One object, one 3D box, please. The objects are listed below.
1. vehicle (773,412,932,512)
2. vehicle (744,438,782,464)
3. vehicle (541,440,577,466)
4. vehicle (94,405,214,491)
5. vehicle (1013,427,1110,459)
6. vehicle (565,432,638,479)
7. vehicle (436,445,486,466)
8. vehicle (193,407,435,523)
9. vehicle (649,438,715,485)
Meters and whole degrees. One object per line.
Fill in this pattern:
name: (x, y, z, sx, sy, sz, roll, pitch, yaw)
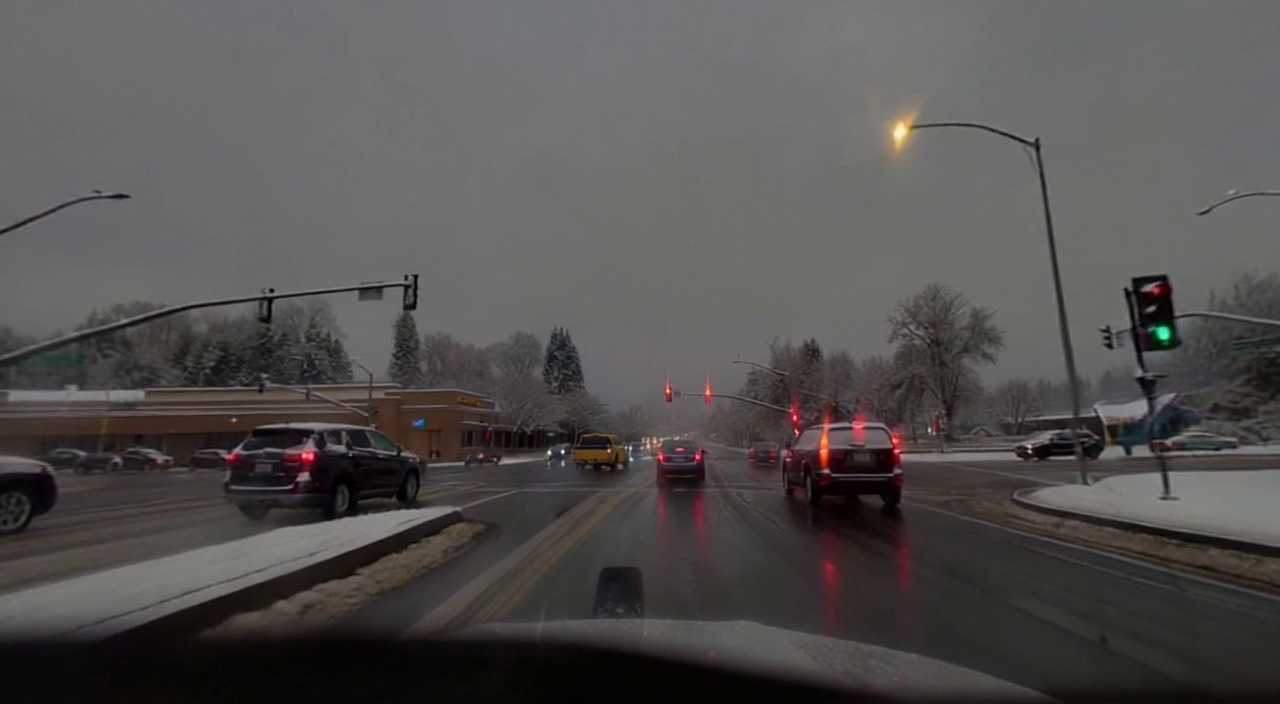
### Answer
vehicle: (4.716, 2.543, 15.033, 2.267, 1.931, 5.145, -1, -8, 4)
vehicle: (7.651, 6.235, 39.746, 2.149, 1.532, 4.168, -1, -8, 8)
vehicle: (-5.640, 6.943, 43.546, 2.041, 1.660, 4.371, 2, -9, -12)
vehicle: (-24.321, 4.619, 31.286, 3.436, 3.529, 11.210, 5, -9, -43)
vehicle: (26.788, 5.824, 40.306, 4.557, 1.848, 2.008, -2, -9, 10)
vehicle: (-1.494, 4.294, 26.508, 2.088, 1.746, 4.650, -2, -8, 9)
vehicle: (-13.410, 7.712, 47.177, 1.918, 1.443, 4.612, 6, -11, -38)
vehicle: (-6.146, 2.197, 12.764, 2.127, 1.888, 4.637, -1, -8, 4)
vehicle: (1.552, 3.804, 22.280, 2.057, 1.492, 3.825, -1, -8, 7)
